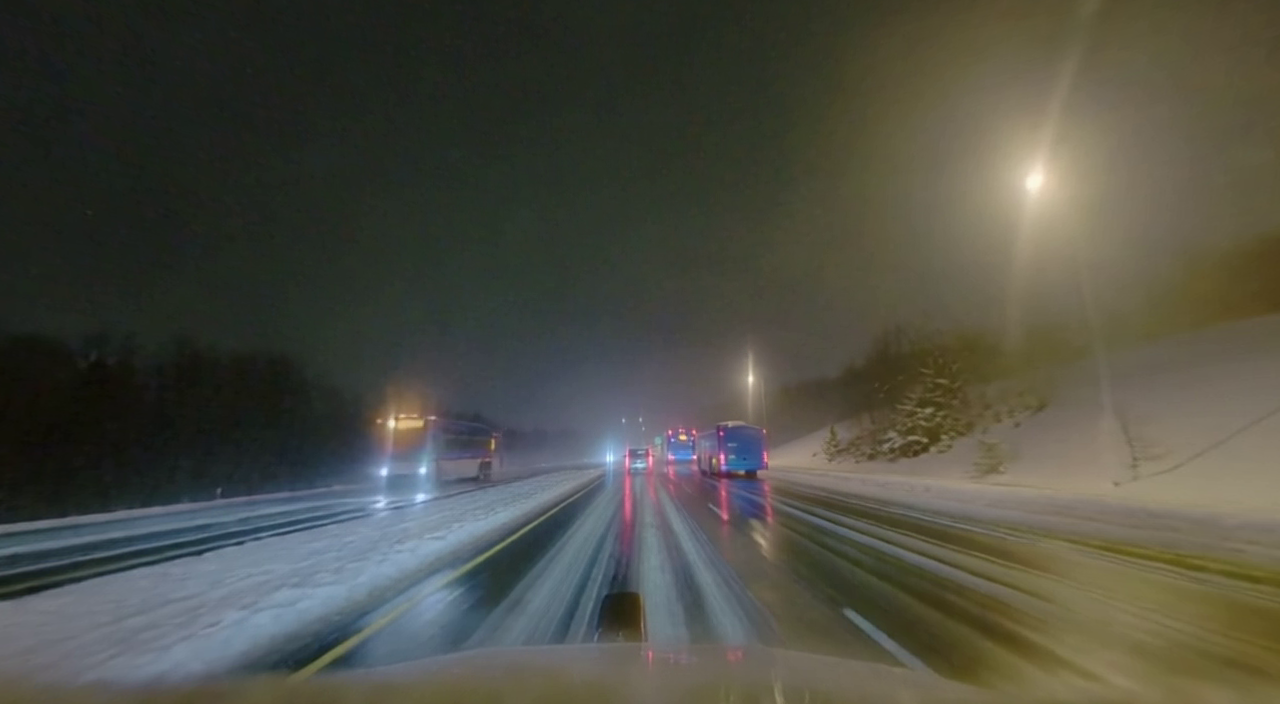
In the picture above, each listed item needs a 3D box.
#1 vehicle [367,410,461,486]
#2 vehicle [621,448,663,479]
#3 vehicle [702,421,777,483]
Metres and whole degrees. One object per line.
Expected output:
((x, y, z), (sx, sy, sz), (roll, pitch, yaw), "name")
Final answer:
((-12.953, 5.608, 36.808), (2.999, 4.011, 6.198), (0, -9, 1), "vehicle")
((0.090, 5.568, 31.724), (2.004, 1.449, 3.817), (0, -9, 0), "vehicle")
((4.433, 4.618, 29.223), (2.440, 2.555, 5.957), (0, -9, 0), "vehicle")
